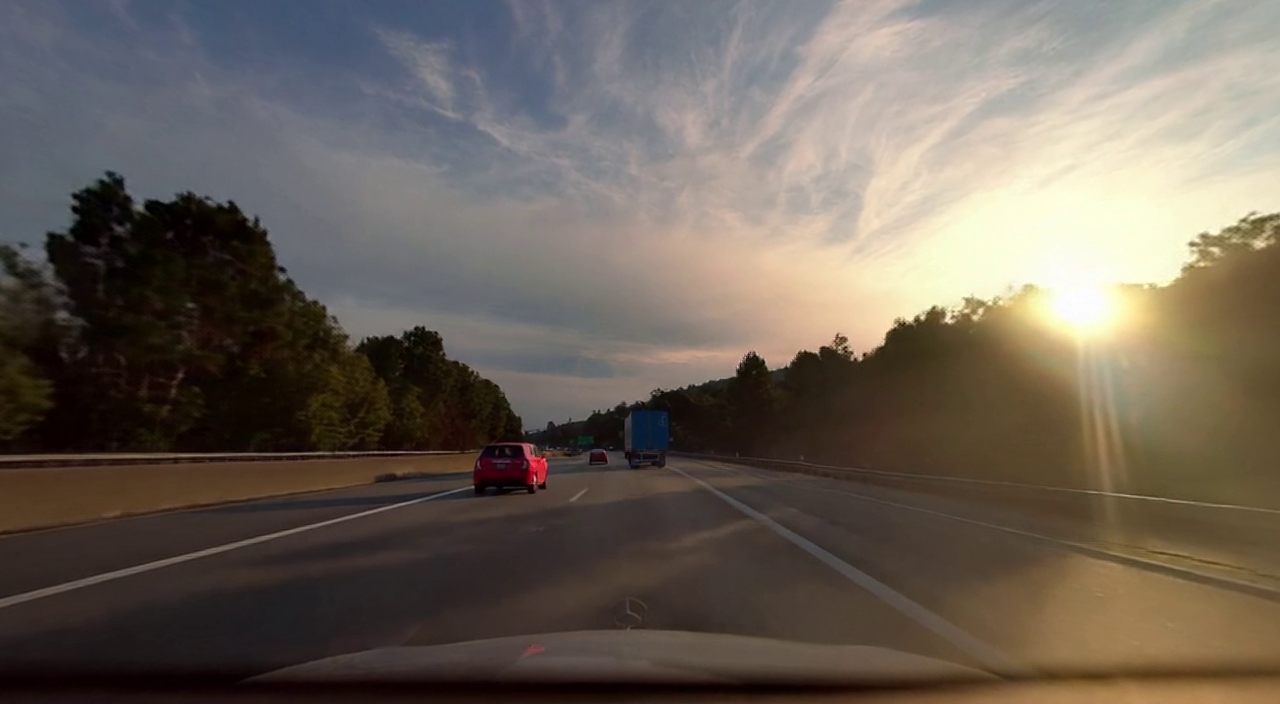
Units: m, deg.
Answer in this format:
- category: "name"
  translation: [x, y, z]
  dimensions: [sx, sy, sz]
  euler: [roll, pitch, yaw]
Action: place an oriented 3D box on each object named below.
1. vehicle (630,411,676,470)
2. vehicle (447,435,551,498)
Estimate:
- category: "vehicle"
  translation: [0.747, 6.251, 44.115]
  dimensions: [2.893, 3.628, 9.081]
  euler: [0, -9, -1]
- category: "vehicle"
  translation: [-3.849, 3.211, 17.995]
  dimensions: [1.977, 1.602, 3.944]
  euler: [0, -9, 1]
